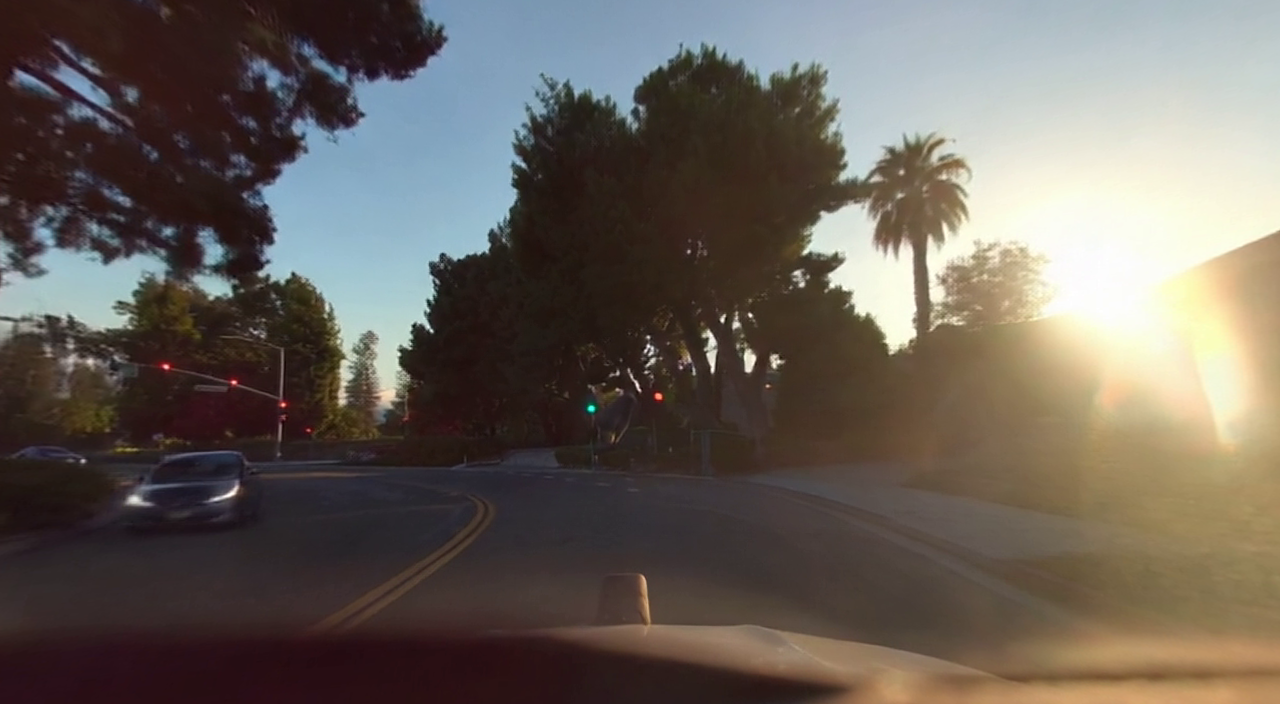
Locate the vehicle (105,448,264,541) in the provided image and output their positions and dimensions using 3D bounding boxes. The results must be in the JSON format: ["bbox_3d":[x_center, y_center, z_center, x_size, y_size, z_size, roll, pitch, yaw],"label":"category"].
[{"bbox_3d":[-8.907,2.682,12.655,2.066,1.455,4.770,5,-10,-31],"label":"vehicle"}]
